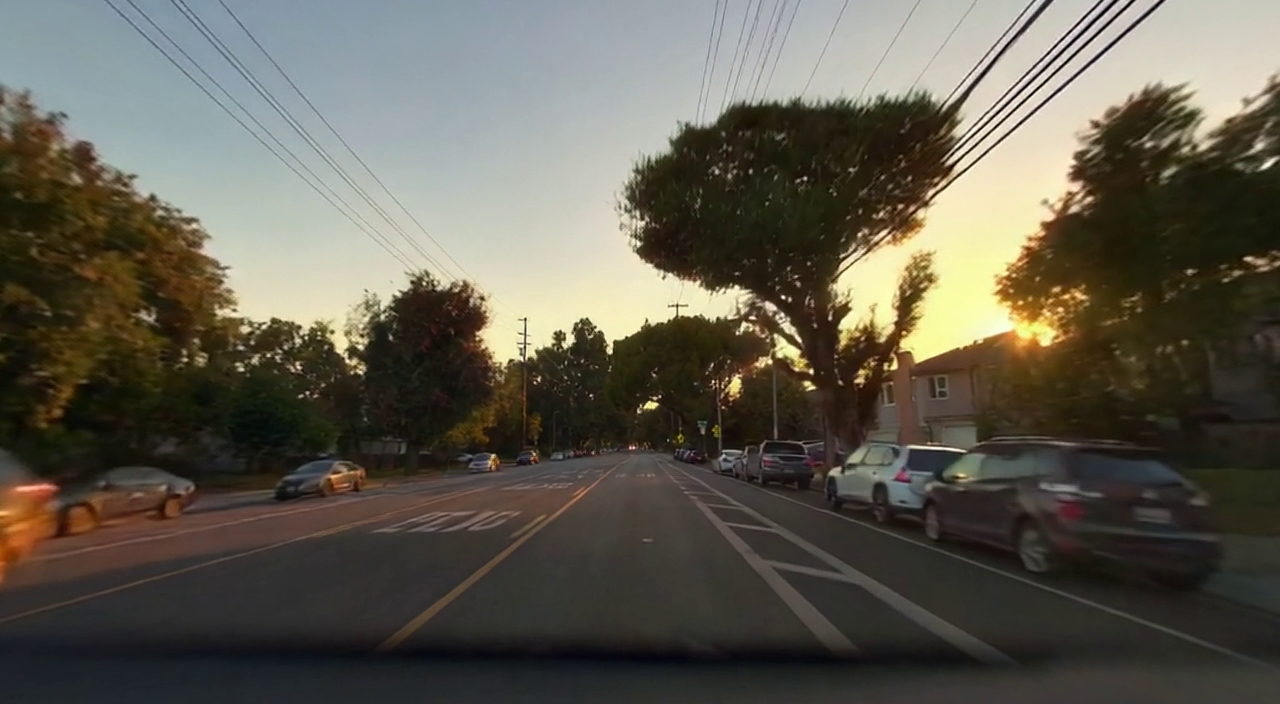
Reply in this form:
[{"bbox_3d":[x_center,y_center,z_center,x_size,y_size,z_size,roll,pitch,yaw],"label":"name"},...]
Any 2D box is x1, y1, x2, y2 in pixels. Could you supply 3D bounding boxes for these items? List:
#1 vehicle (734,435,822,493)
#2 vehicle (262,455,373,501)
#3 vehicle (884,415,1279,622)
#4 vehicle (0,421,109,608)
[{"bbox_3d":[5.003,4.117,23.570,2.123,1.928,4.752,0,-8,-1],"label":"vehicle"},{"bbox_3d":[-12.150,4.744,24.096,1.865,1.479,4.325,0,-8,2],"label":"vehicle"},{"bbox_3d":[4.955,1.775,7.790,1.962,1.748,4.659,0,-8,0],"label":"vehicle"},{"bbox_3d":[-6.861,1.334,4.699,1.957,1.700,4.318,0,-8,0],"label":"vehicle"}]
